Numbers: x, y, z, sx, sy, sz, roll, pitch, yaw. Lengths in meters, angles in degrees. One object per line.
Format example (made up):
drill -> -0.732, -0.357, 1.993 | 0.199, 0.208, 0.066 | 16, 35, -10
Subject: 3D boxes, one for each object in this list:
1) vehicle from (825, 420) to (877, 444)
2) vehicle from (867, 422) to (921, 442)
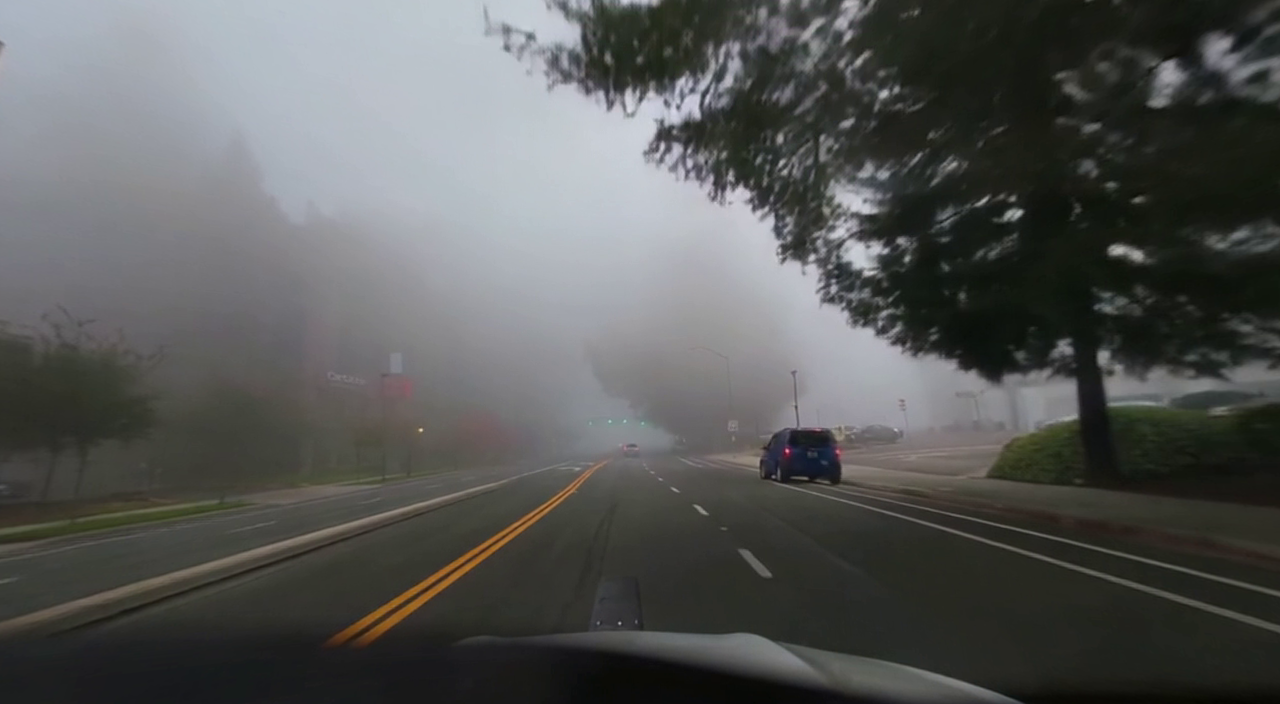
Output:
vehicle -> 16.523, 6.324, 49.492 | 2.059, 1.788, 4.708 | 1, -8, -5
vehicle -> 19.437, 6.196, 48.364 | 2.021, 1.472, 4.047 | 1, -8, -8
